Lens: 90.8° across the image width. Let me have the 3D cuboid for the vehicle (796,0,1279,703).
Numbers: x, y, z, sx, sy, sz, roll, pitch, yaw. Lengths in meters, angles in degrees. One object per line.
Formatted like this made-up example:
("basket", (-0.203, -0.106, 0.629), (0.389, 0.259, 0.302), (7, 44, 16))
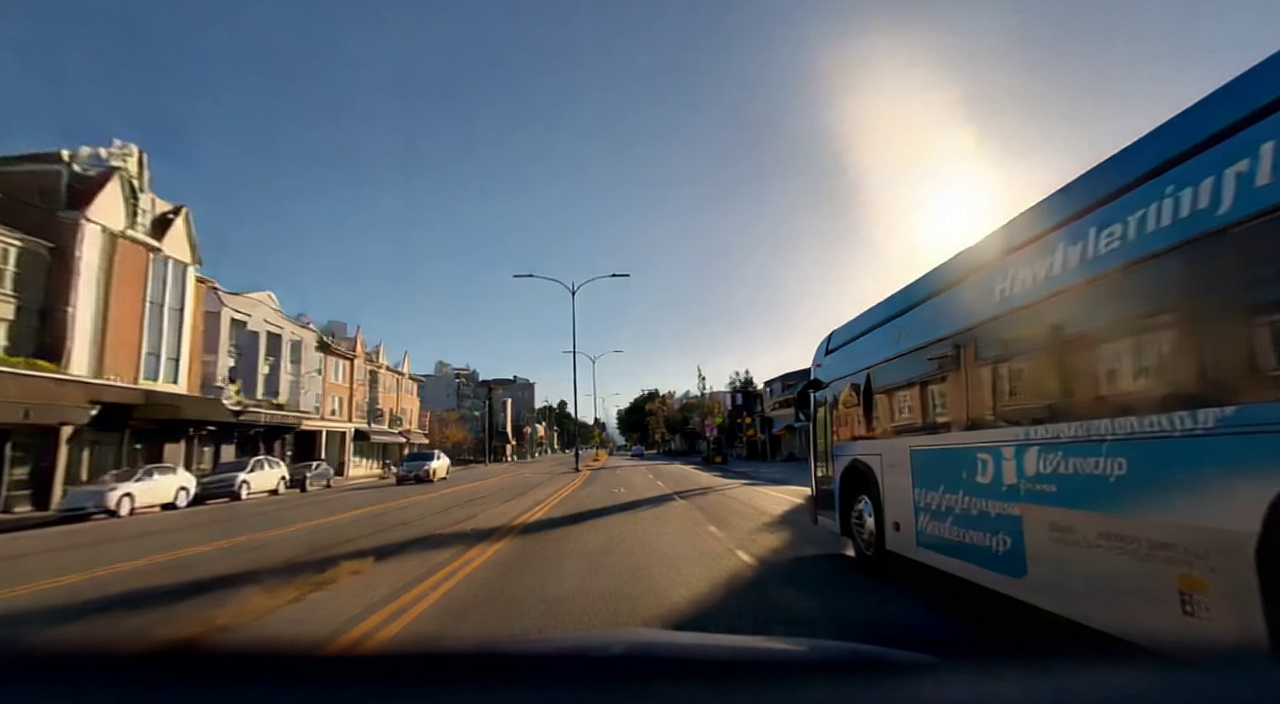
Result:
("vehicle", (4.304, 0.300, 4.494), (3.194, 3.345, 12.428), (0, -9, 0))

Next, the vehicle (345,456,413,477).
("vehicle", (-20.499, 8.988, 49.686), (4.522, 1.469, 1.840), (0, -9, -5))

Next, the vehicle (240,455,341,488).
("vehicle", (-18.703, 6.394, 33.977), (4.246, 1.612, 1.914), (1, -9, -8))

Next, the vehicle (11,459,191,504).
("vehicle", (-19.771, 4.746, 23.414), (4.592, 1.474, 1.880), (2, -9, -15))

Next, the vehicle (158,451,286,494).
("vehicle", (-18.640, 5.372, 28.327), (4.392, 1.800, 1.902), (-1, -9, 3))

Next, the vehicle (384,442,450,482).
("vehicle", (-12.277, 6.057, 35.124), (2.084, 2.027, 4.557), (0, -9, -1))
